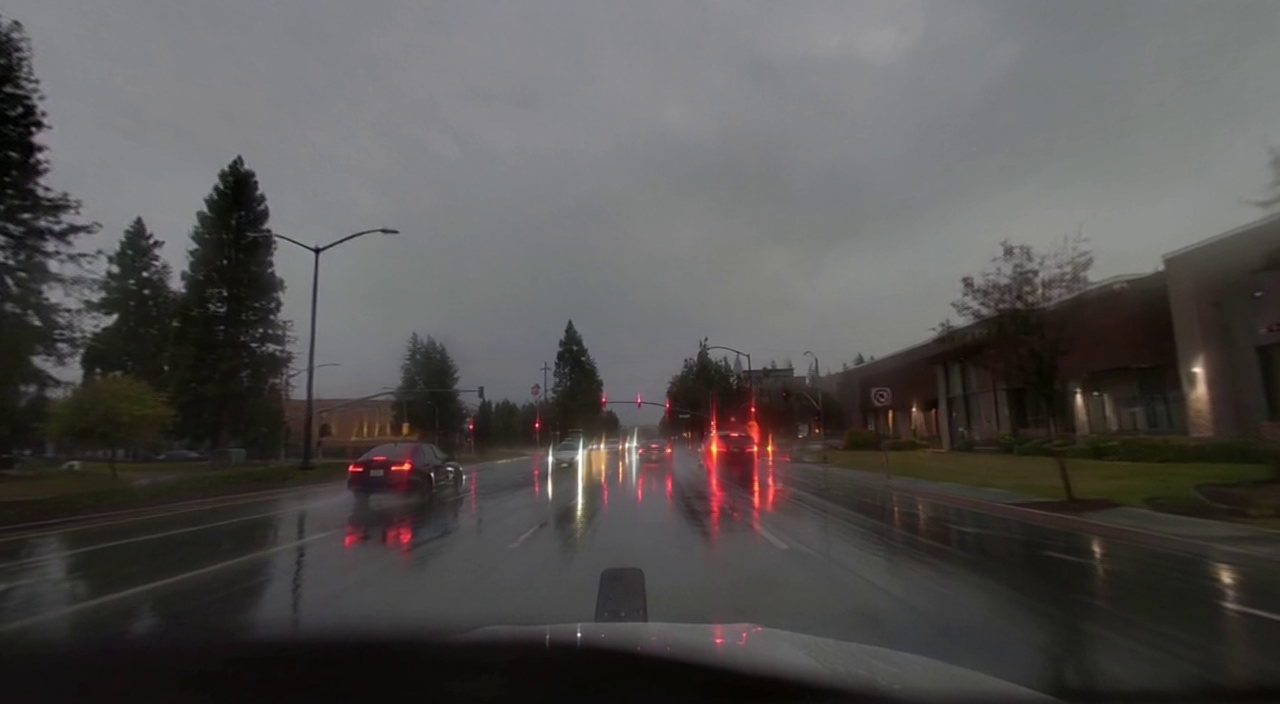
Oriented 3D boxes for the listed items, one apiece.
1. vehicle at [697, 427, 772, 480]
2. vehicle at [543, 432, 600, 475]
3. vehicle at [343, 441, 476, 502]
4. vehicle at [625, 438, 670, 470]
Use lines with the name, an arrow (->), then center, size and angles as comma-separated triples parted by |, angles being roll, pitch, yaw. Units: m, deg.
vehicle -> 3.513, 3.874, 24.313 | 2.141, 1.833, 4.704 | 0, -8, -1
vehicle -> -2.894, 4.420, 27.539 | 1.912, 1.703, 4.261 | 0, -8, 2
vehicle -> -6.175, 3.222, 17.507 | 1.926, 1.465, 4.620 | 0, -8, 0
vehicle -> 0.318, 4.883, 30.251 | 2.021, 1.461, 3.862 | 0, -8, 0
